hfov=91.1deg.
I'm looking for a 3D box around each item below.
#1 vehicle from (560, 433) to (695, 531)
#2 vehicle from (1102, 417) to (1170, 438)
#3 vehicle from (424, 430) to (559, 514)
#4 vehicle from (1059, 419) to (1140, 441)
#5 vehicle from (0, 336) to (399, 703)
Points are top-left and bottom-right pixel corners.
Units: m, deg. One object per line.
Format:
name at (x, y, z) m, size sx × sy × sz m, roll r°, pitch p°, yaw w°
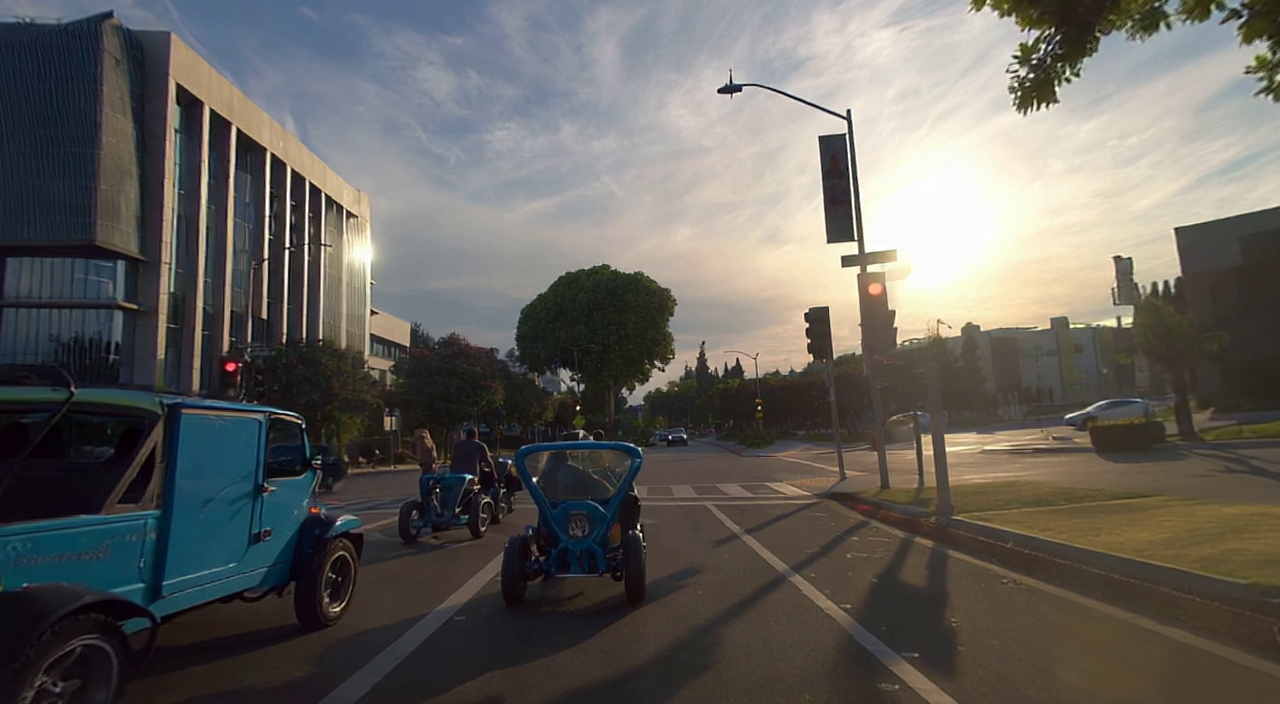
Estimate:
vehicle at (-0.162, 2.258, 11.524) m, size 2.025 × 1.458 × 4.085 m, roll 0°, pitch -8°, yaw 1°
vehicle at (36.764, 5.603, 46.560) m, size 1.625 × 1.449 × 3.557 m, roll 6°, pitch -11°, yaw -38°
vehicle at (-3.179, 2.660, 14.374) m, size 1.935 × 1.615 × 4.073 m, roll -1°, pitch -8°, yaw 2°
vehicle at (30.737, 5.269, 42.088) m, size 1.751 × 1.420 × 4.027 m, roll 8°, pitch -12°, yaw -43°
vehicle at (-3.606, 1.131, 4.447) m, size 2.000 × 1.809 × 4.405 m, roll 0°, pitch -8°, yaw 0°
